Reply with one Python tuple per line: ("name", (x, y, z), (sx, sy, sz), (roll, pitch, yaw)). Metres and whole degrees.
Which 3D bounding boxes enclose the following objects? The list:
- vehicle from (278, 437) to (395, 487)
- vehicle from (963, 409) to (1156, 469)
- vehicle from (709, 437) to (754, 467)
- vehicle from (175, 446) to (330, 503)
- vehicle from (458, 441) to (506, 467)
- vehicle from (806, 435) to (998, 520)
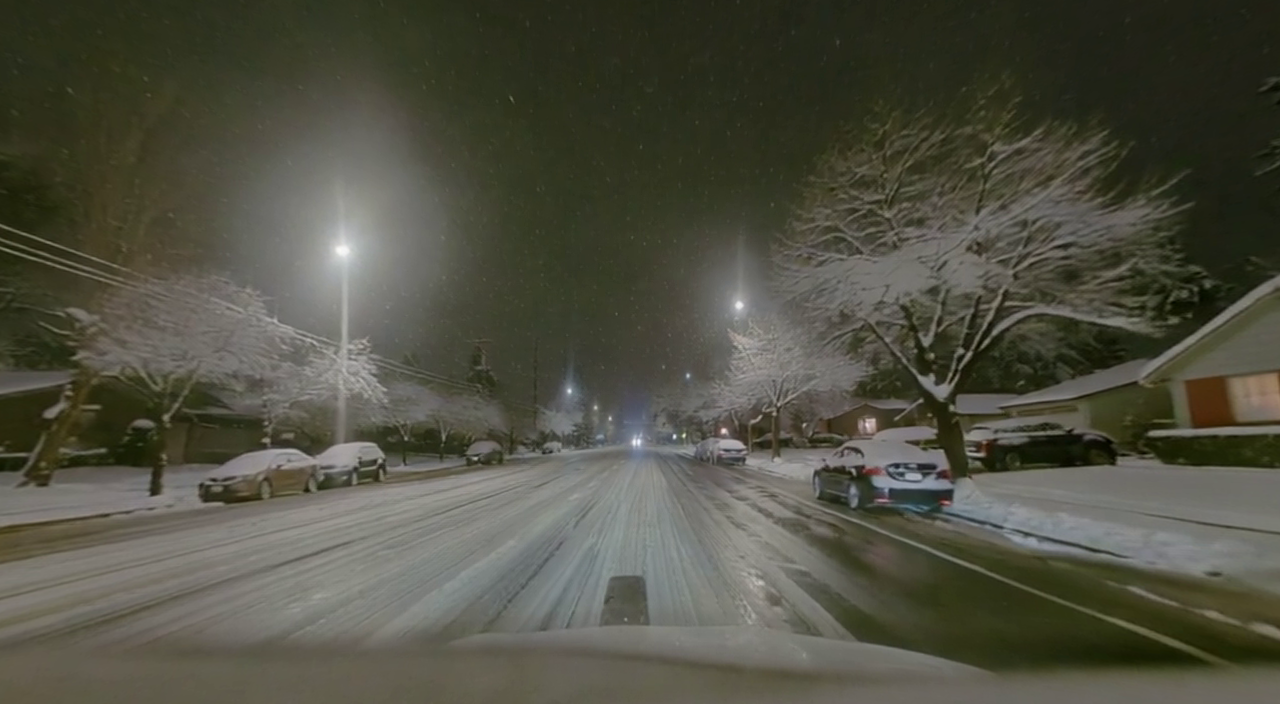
("vehicle", (-11.921, 4.394, 25.236), (2.228, 1.766, 4.770), (0, -10, 1))
("vehicle", (13.828, 2.922, 21.027), (4.940, 1.764, 1.977), (-2, -9, 0))
("vehicle", (5.275, 5.814, 36.974), (1.885, 1.603, 5.235), (0, -8, 0))
("vehicle", (-11.960, 3.772, 19.915), (1.940, 1.496, 4.654), (-2, -8, 0))
("vehicle", (-11.423, 7.408, 45.868), (2.054, 1.704, 4.710), (-3, -9, 2))
("vehicle", (5.128, 2.529, 13.108), (2.059, 1.449, 4.168), (0, -10, -2))
